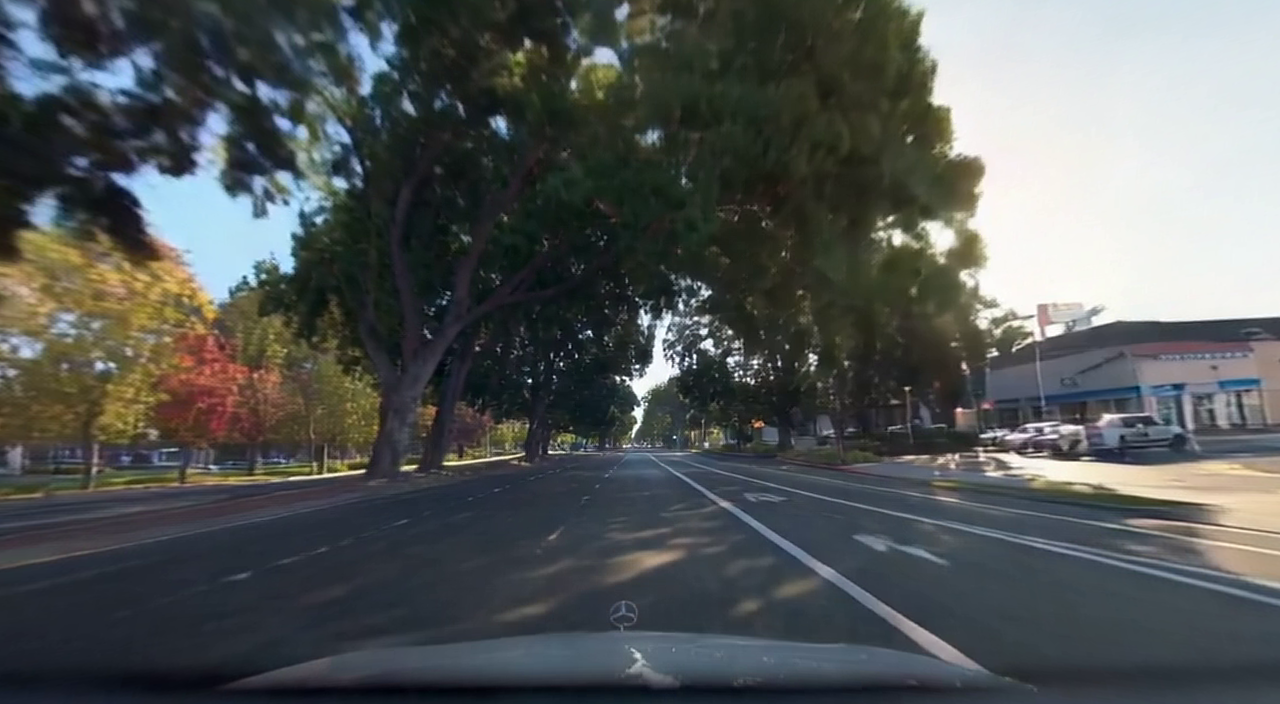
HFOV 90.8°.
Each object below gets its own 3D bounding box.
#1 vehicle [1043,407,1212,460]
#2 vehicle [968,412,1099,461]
[{"bbox_3d":[26.484,4.485,34.554,7.147,2.712,2.343,0,-8,1],"label":"vehicle"},{"bbox_3d":[26.306,5.657,42.474,6.937,2.503,2.325,-6,-8,2],"label":"vehicle"}]
